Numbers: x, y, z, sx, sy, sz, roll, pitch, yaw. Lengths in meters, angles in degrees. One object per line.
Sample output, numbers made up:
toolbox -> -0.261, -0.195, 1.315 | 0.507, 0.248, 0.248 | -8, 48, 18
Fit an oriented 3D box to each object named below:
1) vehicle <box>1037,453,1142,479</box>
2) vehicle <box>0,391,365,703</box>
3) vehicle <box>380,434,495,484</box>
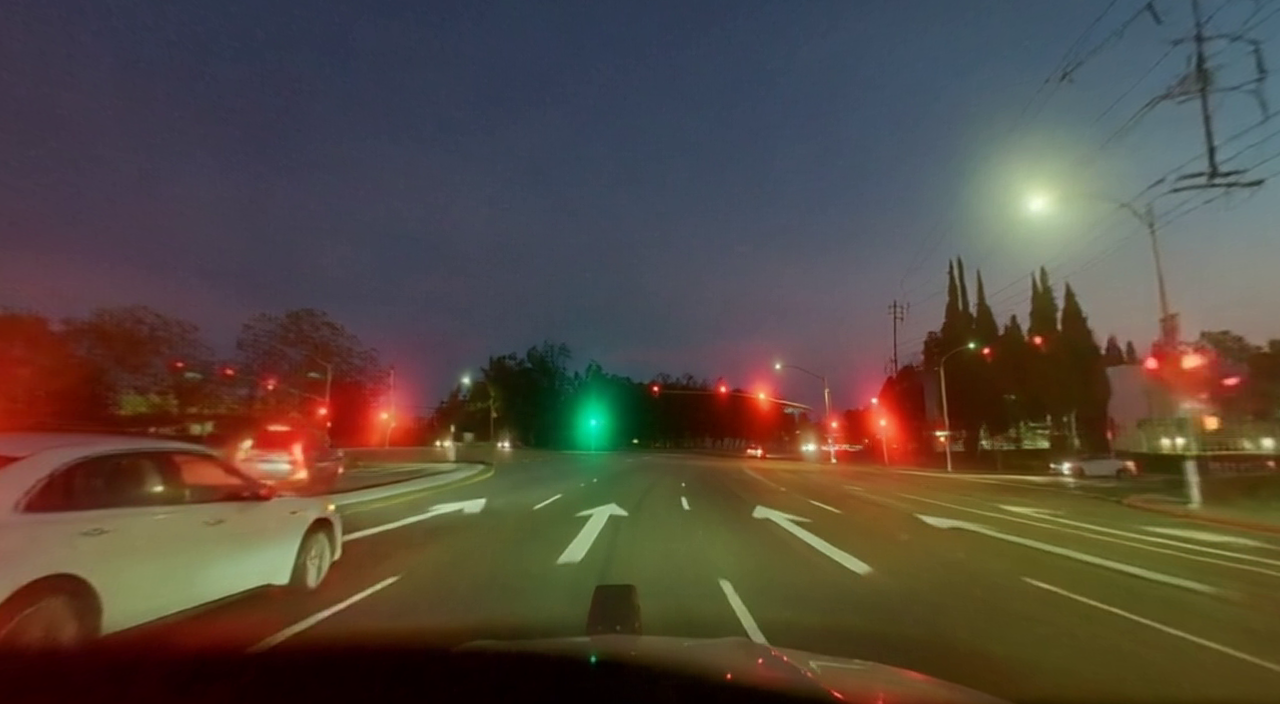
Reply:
vehicle -> 26.854, 6.825, 37.895 | 4.636, 1.433, 1.930 | -2, -9, 12
vehicle -> -3.453, 1.038, 3.443 | 1.934, 1.463, 4.220 | 0, -9, 1
vehicle -> -6.720, 3.612, 21.635 | 2.016, 1.501, 4.903 | -1, -9, 4
